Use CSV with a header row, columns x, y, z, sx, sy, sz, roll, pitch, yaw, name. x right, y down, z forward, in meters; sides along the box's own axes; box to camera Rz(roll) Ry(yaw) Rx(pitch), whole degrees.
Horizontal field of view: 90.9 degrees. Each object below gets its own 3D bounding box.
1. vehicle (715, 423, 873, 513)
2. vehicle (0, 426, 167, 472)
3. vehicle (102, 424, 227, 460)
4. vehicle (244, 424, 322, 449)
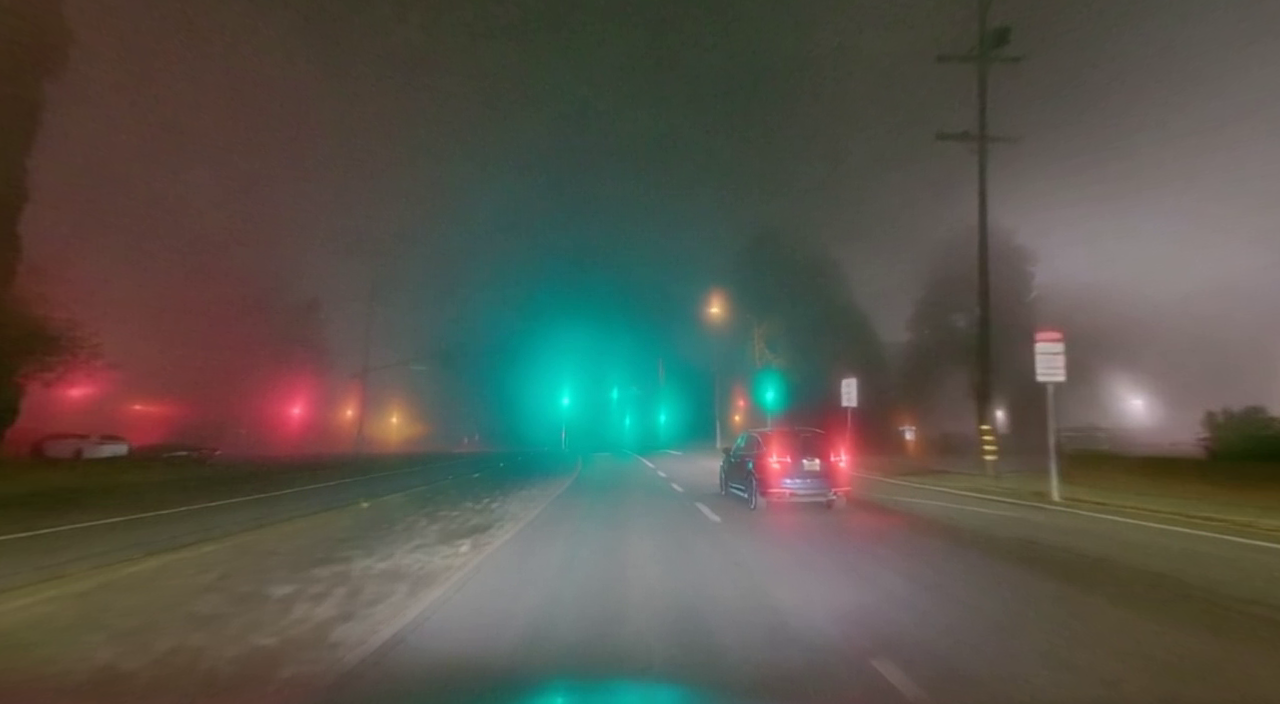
x,y,z,sx,sy,sz,roll,pitch,yaw,name
2.809,2.233,12.561,1.960,1.479,4.086,0,-8,-2,vehicle
-21.058,3.630,23.681,4.717,1.615,2.014,2,-9,-10,vehicle
-25.066,4.761,33.384,4.737,1.805,2.049,1,-8,-8,vehicle
-26.727,6.371,47.384,4.583,1.850,2.015,2,-9,-10,vehicle
